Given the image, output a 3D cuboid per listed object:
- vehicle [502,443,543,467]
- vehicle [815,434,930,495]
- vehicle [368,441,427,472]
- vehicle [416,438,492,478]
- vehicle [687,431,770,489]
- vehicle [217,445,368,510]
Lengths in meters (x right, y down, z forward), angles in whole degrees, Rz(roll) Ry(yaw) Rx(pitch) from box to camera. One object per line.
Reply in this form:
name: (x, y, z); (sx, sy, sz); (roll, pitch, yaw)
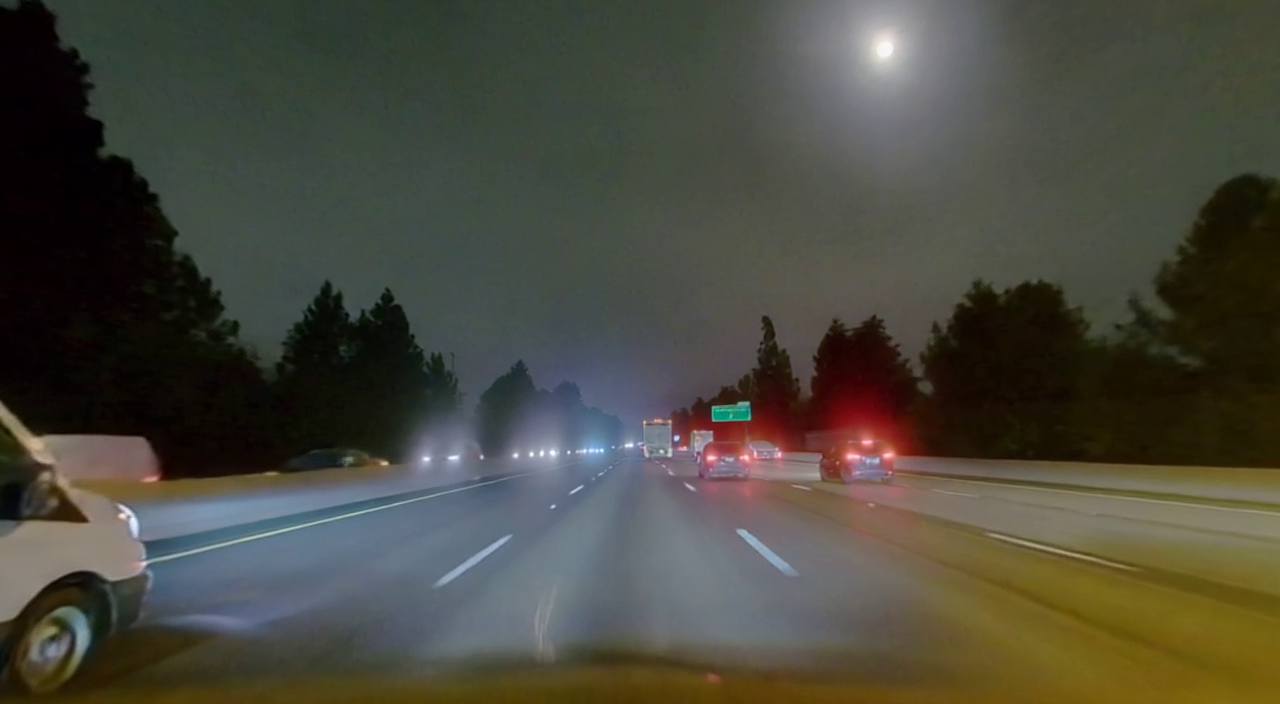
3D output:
vehicle: (-8.255, 7.263, 44.529); (1.959, 1.584, 4.421); (0, -8, 1)
vehicle: (7.280, 3.547, 20.285); (1.976, 1.703, 4.288); (0, -8, -1)
vehicle: (-15.957, 6.869, 41.755); (2.000, 1.903, 4.657); (0, -8, 1)
vehicle: (-8.529, 4.882, 29.364); (2.112, 1.672, 4.433); (0, -8, 1)
vehicle: (3.046, 3.854, 22.919); (2.209, 1.862, 4.717); (0, -8, -1)
vehicle: (-8.762, 3.154, 16.322); (1.833, 1.441, 3.593); (0, -8, 0)
